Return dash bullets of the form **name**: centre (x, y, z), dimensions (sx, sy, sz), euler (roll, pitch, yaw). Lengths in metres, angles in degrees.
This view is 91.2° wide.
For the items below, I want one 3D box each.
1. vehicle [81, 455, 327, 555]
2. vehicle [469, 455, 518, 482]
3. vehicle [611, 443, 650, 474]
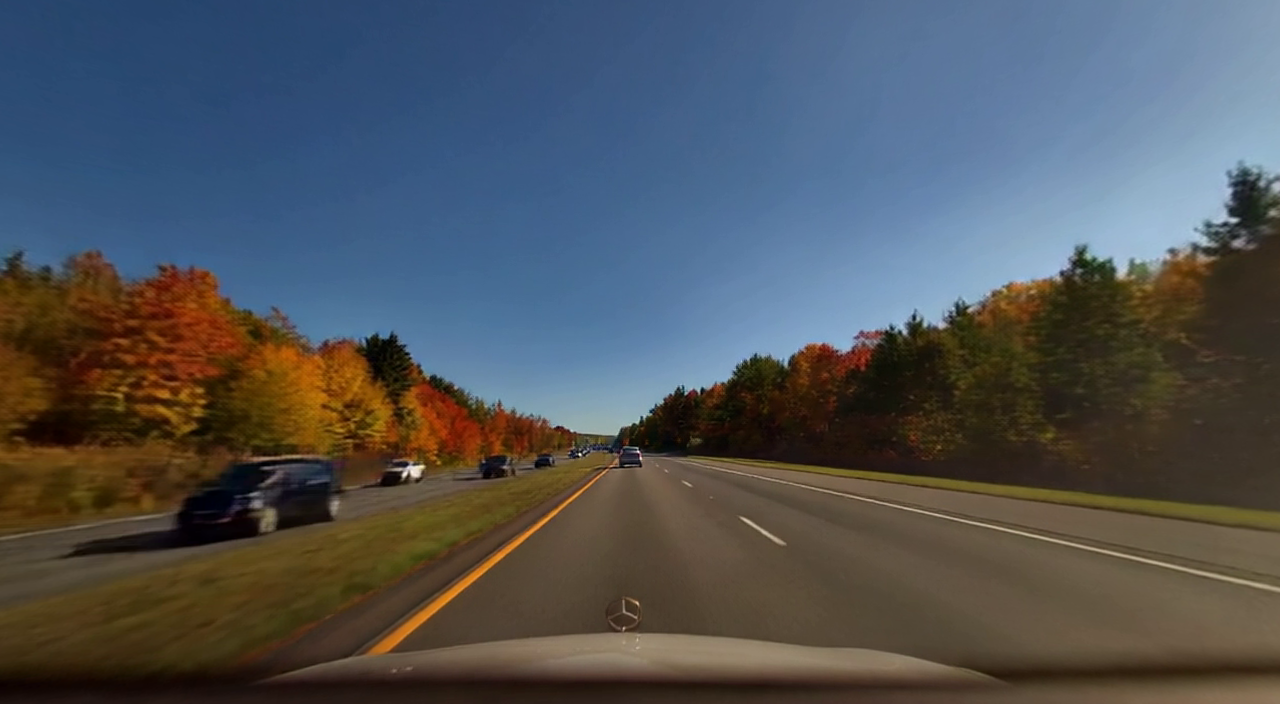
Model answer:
- **vehicle**: centre (-8.717, 3.040, 13.168), dimensions (1.991, 1.650, 4.391), euler (-1, -9, 0)
- **vehicle**: centre (-9.120, 7.312, 39.463), dimensions (1.933, 1.527, 4.642), euler (-1, -9, 0)
- **vehicle**: centre (-0.556, 6.264, 36.974), dimensions (2.168, 1.705, 4.272), euler (-1, -9, -1)
